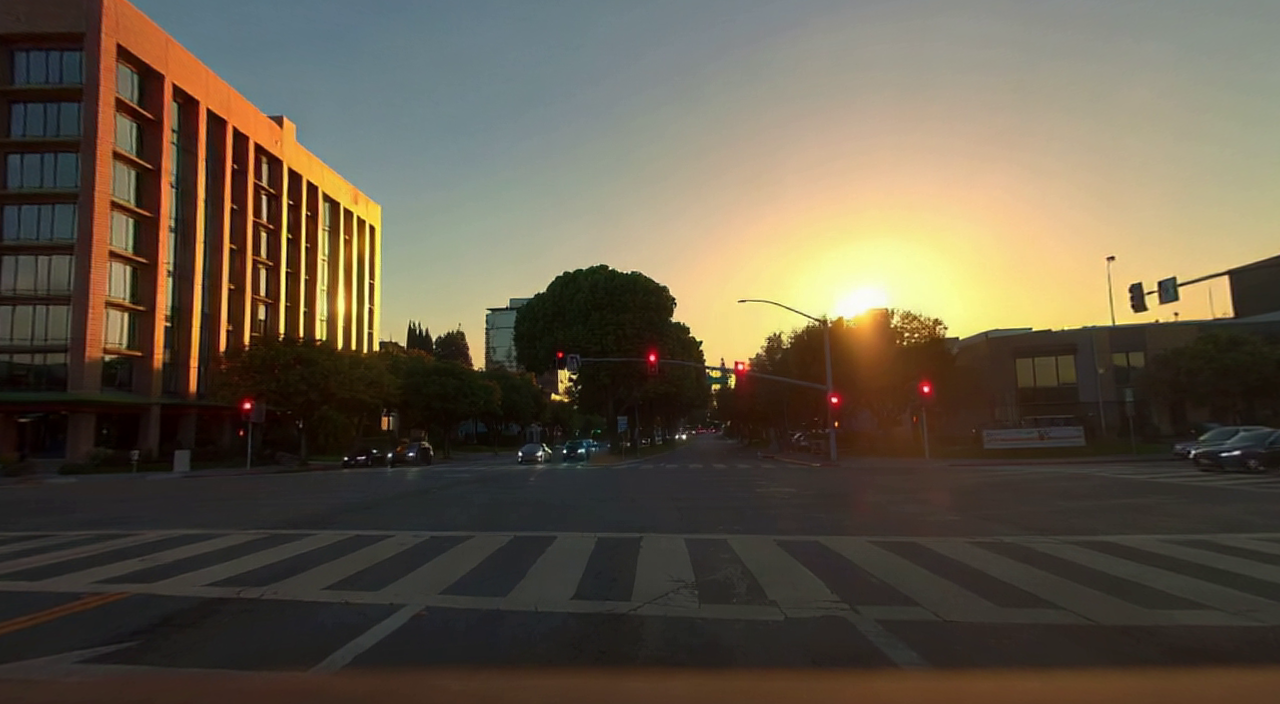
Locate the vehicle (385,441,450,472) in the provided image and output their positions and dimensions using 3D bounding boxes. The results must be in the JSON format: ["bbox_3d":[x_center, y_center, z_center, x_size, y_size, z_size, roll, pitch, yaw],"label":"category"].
[{"bbox_3d":[-15.123,7.124,43.262,2.340,1.946,5.450,-1,-9,1],"label":"vehicle"}]

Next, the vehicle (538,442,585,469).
[{"bbox_3d":[-4.558,6.072,37.236,2.109,1.461,4.637,0,-9,1],"label":"vehicle"}]

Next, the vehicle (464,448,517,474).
[{"bbox_3d":[-7.940,5.802,33.952,1.910,1.288,4.093,0,-9,-1],"label":"vehicle"}]

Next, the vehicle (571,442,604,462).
[{"bbox_3d":[-4.040,7.832,49.458,2.115,1.445,4.864,0,-9,1],"label":"vehicle"}]

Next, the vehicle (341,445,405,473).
[{"bbox_3d":[-18.532,7.413,44.083,2.237,1.842,5.116,0,-9,0],"label":"vehicle"}]

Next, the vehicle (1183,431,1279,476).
[{"bbox_3d":[22.328,3.567,22.354,4.474,1.477,1.908,0,-9,-3],"label":"vehicle"}]
